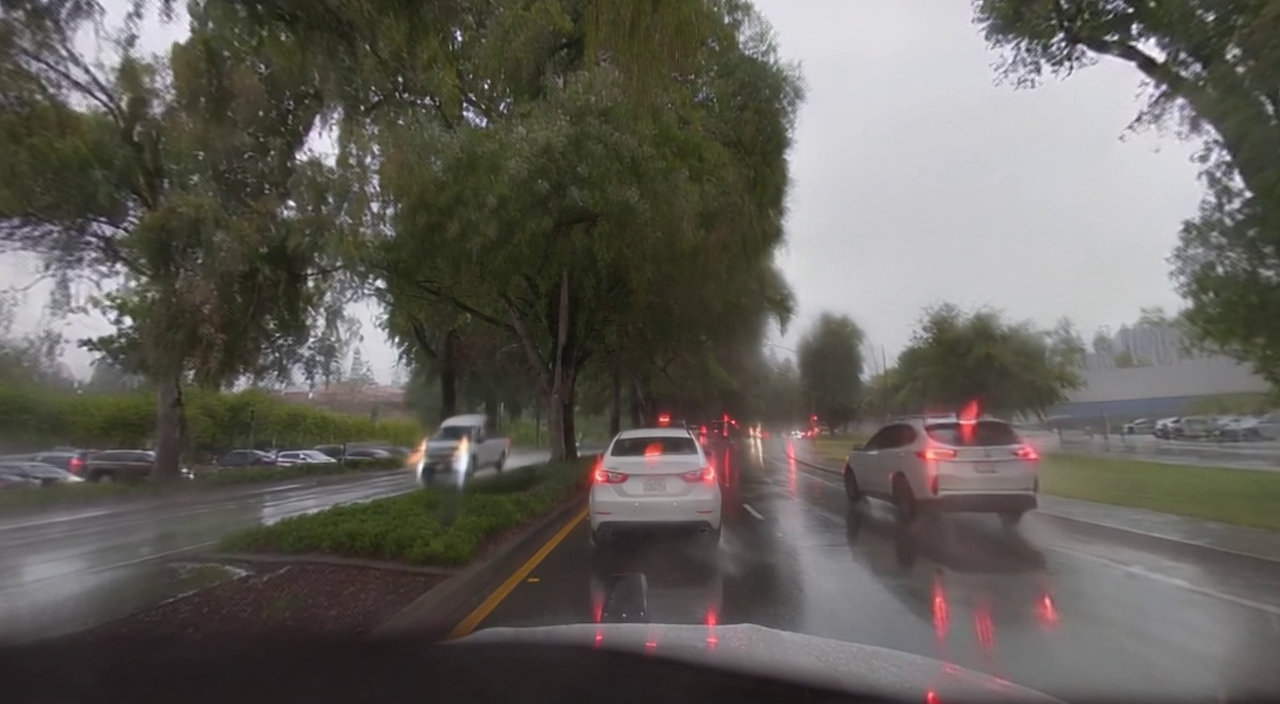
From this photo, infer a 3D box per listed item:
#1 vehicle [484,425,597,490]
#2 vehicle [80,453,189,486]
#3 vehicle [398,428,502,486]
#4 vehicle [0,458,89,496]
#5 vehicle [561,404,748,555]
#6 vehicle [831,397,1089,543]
[{"bbox_3d":[-2.948,3.282,19.971,2.057,1.786,4.725,-2,-8,11],"label":"vehicle"},{"bbox_3d":[-26.751,6.189,33.454,4.256,1.633,1.940,-1,-8,7],"label":"vehicle"},{"bbox_3d":[-6.637,3.734,22.672,2.051,1.843,4.469,-1,-8,4],"label":"vehicle"},{"bbox_3d":[-27.315,5.613,28.077,4.272,1.438,1.801,-5,-9,8],"label":"vehicle"},{"bbox_3d":[0.204,1.770,9.403,2.154,1.710,4.128,-1,-8,1],"label":"vehicle"},{"bbox_3d":[4.946,1.892,10.739,2.059,1.864,4.700,1,-8,2],"label":"vehicle"}]
